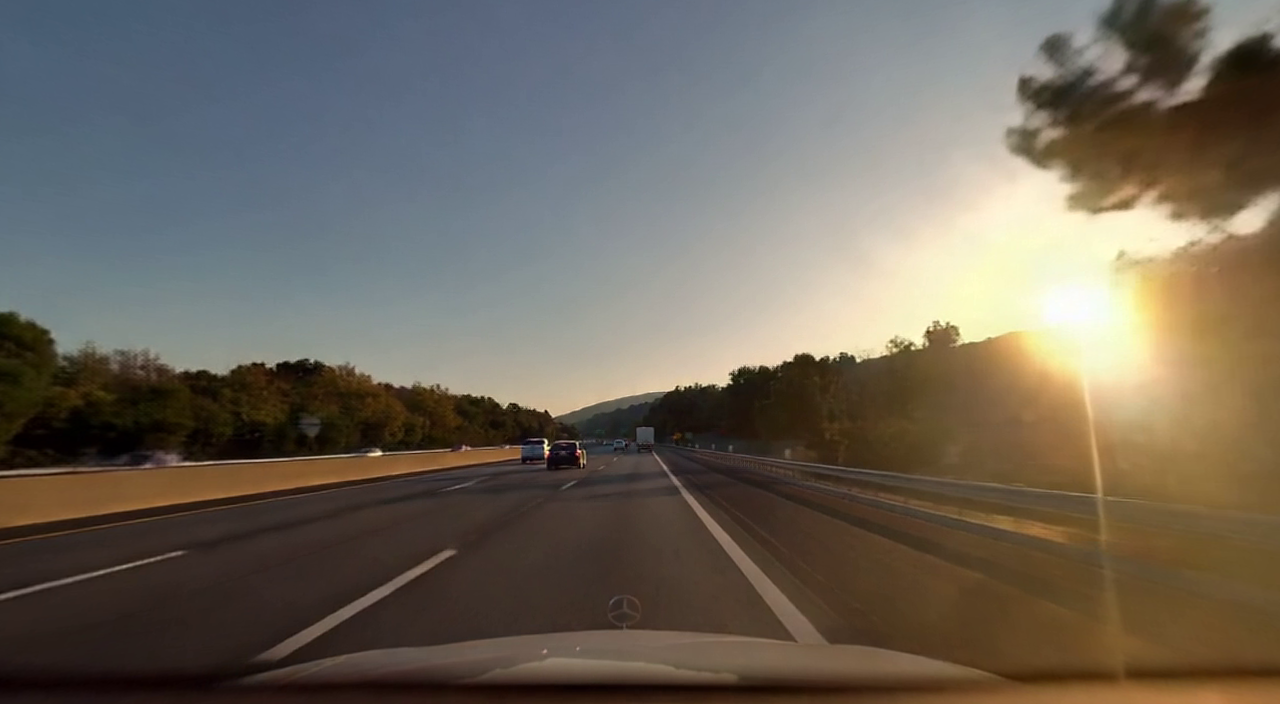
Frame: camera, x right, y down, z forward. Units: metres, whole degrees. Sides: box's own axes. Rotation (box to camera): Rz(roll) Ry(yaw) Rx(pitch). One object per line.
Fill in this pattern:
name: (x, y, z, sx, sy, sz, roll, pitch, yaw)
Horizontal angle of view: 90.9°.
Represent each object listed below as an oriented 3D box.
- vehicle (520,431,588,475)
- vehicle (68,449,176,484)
vehicle: (-3.696, 4.496, 28.230, 2.283, 1.802, 4.810, 0, -8, 1)
vehicle: (-28.826, 6.348, 35.348, 2.003, 1.752, 4.697, 0, -8, 1)
